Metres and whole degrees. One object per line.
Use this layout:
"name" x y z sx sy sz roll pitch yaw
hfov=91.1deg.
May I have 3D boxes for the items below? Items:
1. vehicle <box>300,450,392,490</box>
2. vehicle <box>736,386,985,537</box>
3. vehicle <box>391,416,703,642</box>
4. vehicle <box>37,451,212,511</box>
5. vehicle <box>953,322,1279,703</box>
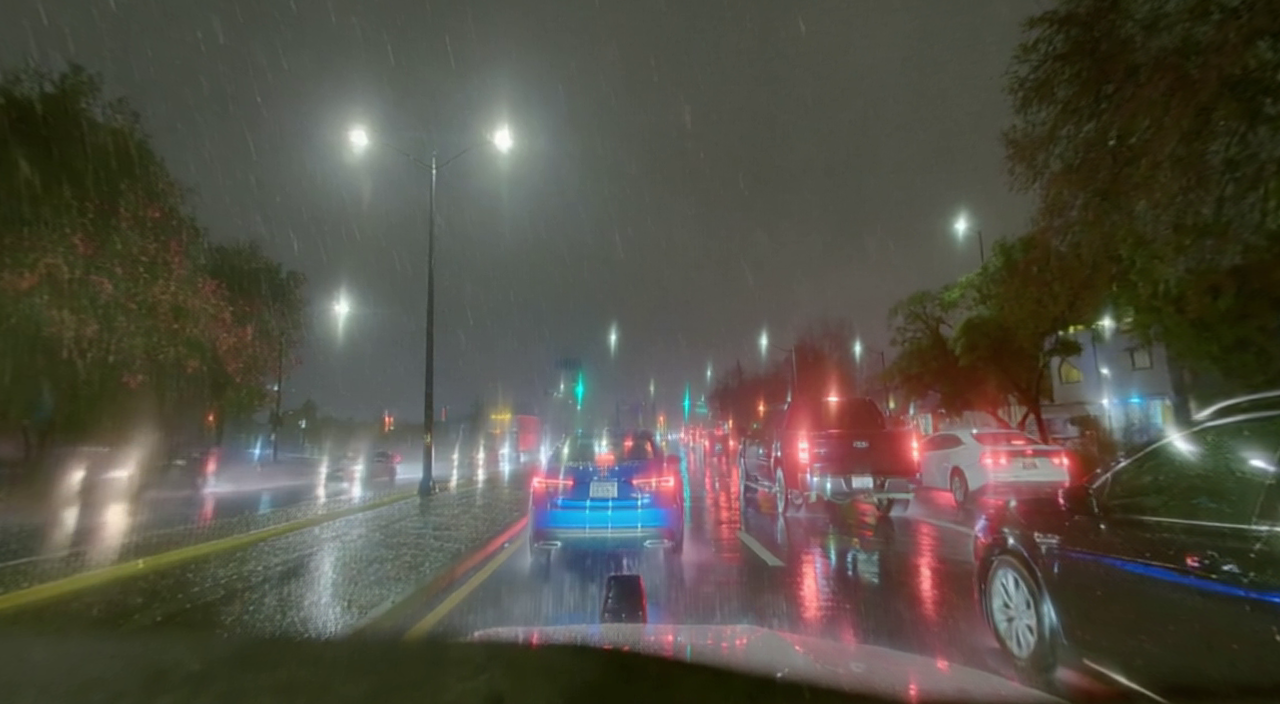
"vehicle" -12.514 5.004 27.022 1.907 1.522 4.115 0 -9 1
"vehicle" 3.518 1.953 11.692 2.444 2.098 5.766 0 -9 -1
"vehicle" -0.575 1.497 6.330 2.111 1.506 4.018 0 -8 2
"vehicle" -16.308 4.061 20.211 2.000 1.656 4.160 0 -8 1
"vehicle" 3.159 0.755 2.072 1.982 1.709 4.427 0 -9 1
